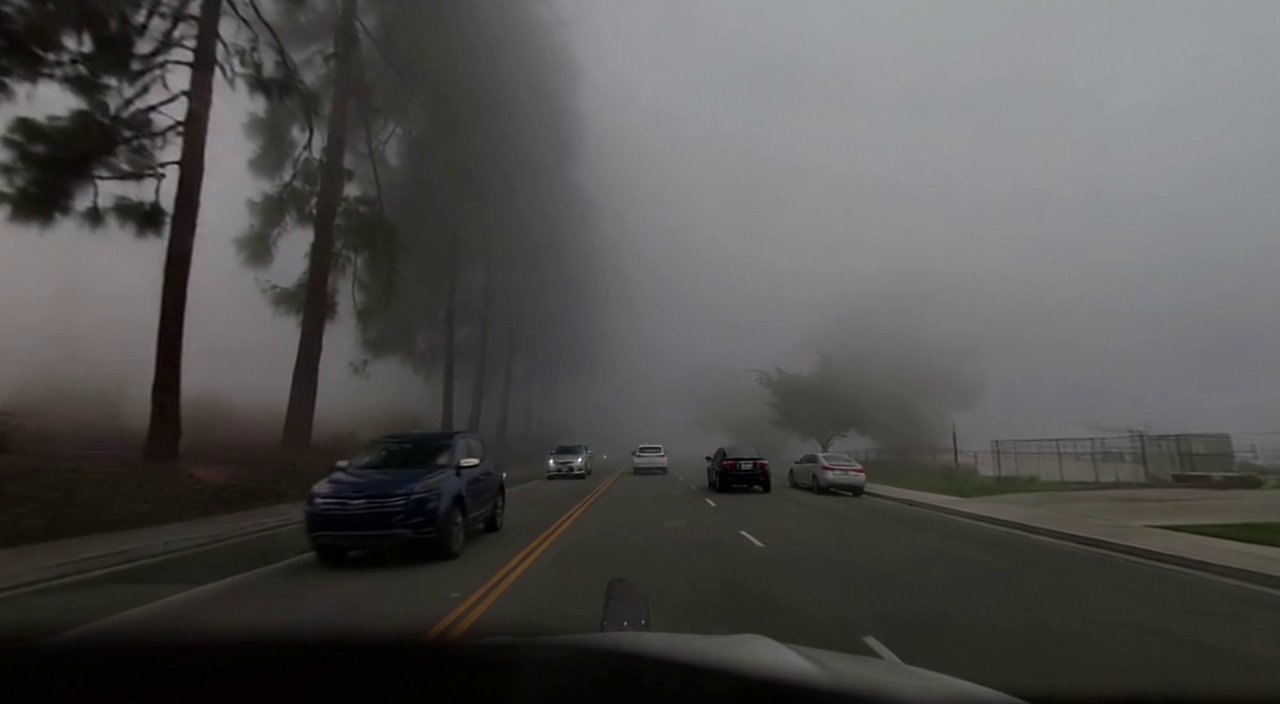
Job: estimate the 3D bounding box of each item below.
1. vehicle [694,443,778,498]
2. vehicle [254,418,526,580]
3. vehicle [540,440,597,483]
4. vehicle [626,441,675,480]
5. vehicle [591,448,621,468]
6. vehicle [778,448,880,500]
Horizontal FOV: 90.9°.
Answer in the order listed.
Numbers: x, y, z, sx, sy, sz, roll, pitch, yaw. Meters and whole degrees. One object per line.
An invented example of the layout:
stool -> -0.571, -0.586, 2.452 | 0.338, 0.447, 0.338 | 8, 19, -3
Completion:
vehicle -> 2.910, 3.692, 20.053 | 1.991, 1.536, 4.116 | 0, -9, -1
vehicle -> -3.075, 1.905, 8.973 | 2.065, 1.708, 4.311 | 0, -9, 0
vehicle -> -3.187, 4.989, 28.975 | 2.041, 1.788, 4.527 | 0, -9, 1
vehicle -> 0.445, 4.989, 29.119 | 2.105, 1.653, 3.887 | 0, -9, 0
vehicle -> -2.578, 8.182, 48.695 | 2.007, 1.465, 4.440 | 0, -9, 1
vehicle -> 5.913, 3.839, 20.374 | 1.885, 1.467, 4.546 | 0, -9, 0
